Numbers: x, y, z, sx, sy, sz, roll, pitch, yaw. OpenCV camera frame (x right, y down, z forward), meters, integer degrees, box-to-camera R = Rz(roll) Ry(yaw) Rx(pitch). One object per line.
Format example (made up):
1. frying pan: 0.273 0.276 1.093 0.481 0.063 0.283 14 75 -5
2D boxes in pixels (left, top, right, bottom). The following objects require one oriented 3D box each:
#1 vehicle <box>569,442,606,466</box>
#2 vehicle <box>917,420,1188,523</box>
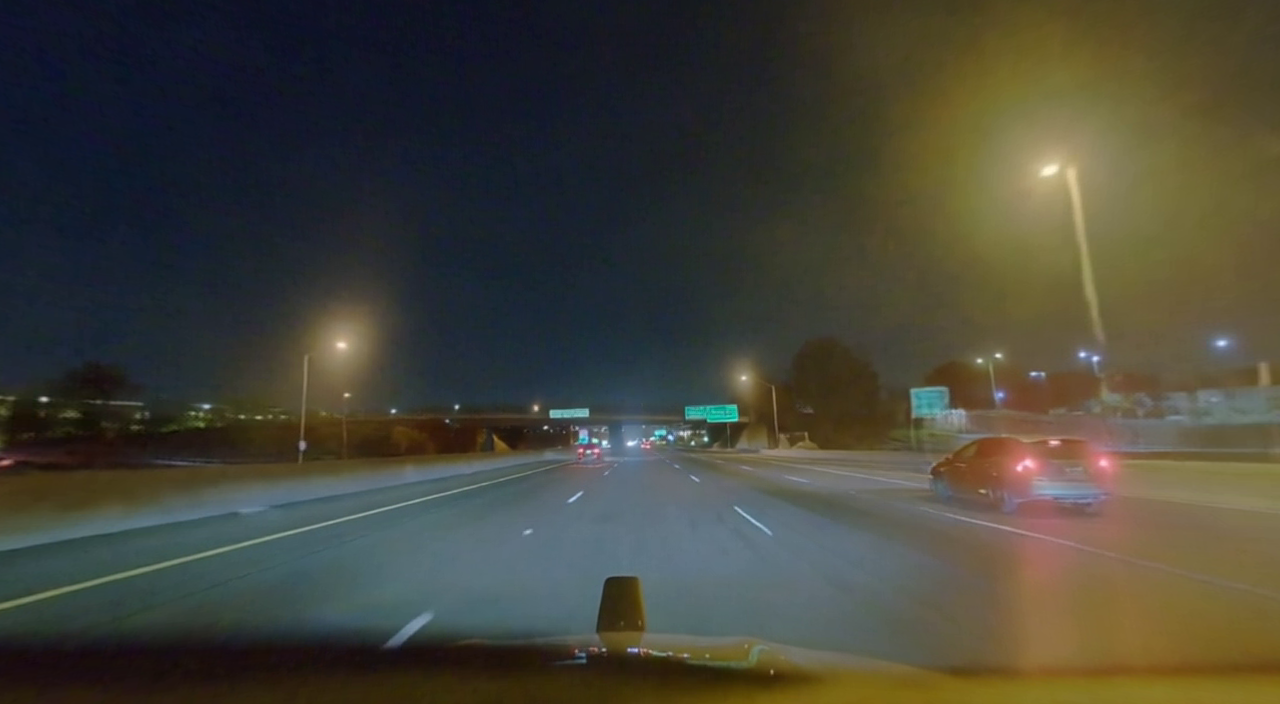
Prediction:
1. vehicle: -3.479 6.875 42.538 2.055 1.533 4.604 0 -8 1
2. vehicle: 7.562 2.243 12.335 2.032 1.601 4.863 0 -8 0
